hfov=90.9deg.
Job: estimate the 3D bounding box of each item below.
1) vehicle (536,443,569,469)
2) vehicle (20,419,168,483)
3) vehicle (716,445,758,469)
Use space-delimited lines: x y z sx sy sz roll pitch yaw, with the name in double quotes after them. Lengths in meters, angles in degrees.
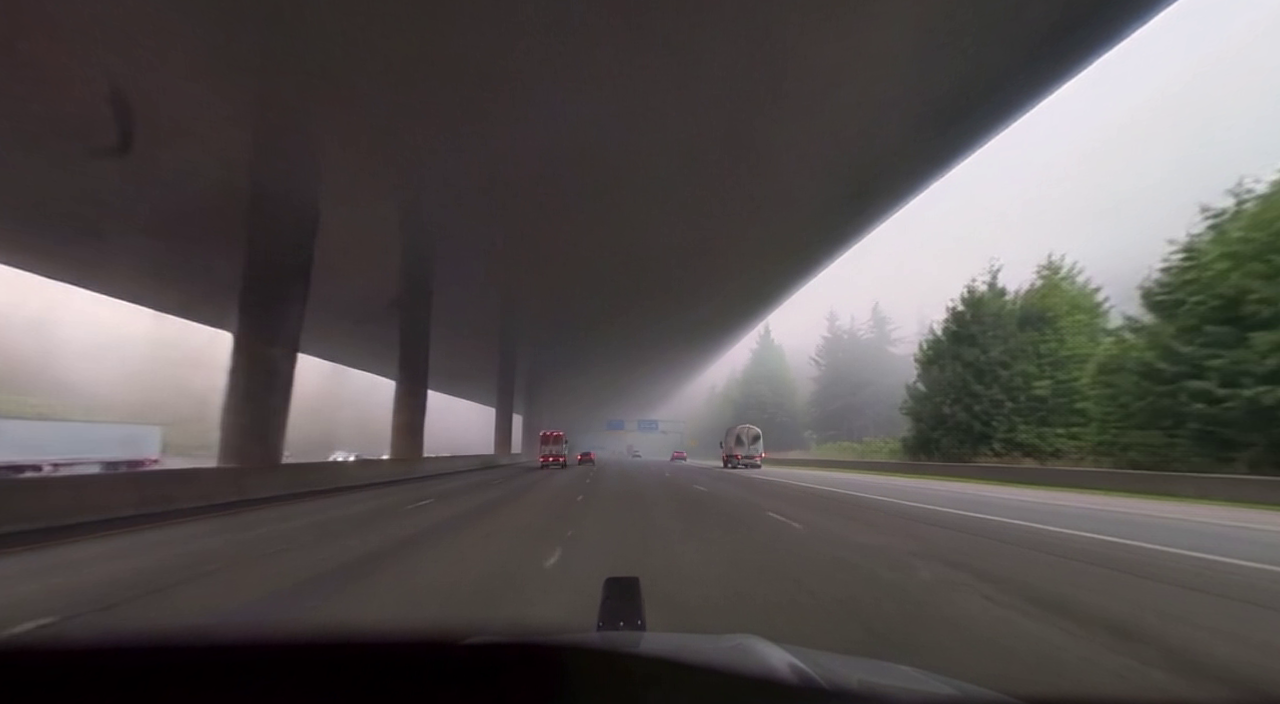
-6.593 7.897 47.850 2.167 1.847 4.097 0 -9 -4 "vehicle"
-37.196 6.830 43.552 3.241 3.916 8.352 1 -9 -6 "vehicle"
6.684 7.299 43.902 1.989 1.591 4.348 0 -9 -4 "vehicle"
